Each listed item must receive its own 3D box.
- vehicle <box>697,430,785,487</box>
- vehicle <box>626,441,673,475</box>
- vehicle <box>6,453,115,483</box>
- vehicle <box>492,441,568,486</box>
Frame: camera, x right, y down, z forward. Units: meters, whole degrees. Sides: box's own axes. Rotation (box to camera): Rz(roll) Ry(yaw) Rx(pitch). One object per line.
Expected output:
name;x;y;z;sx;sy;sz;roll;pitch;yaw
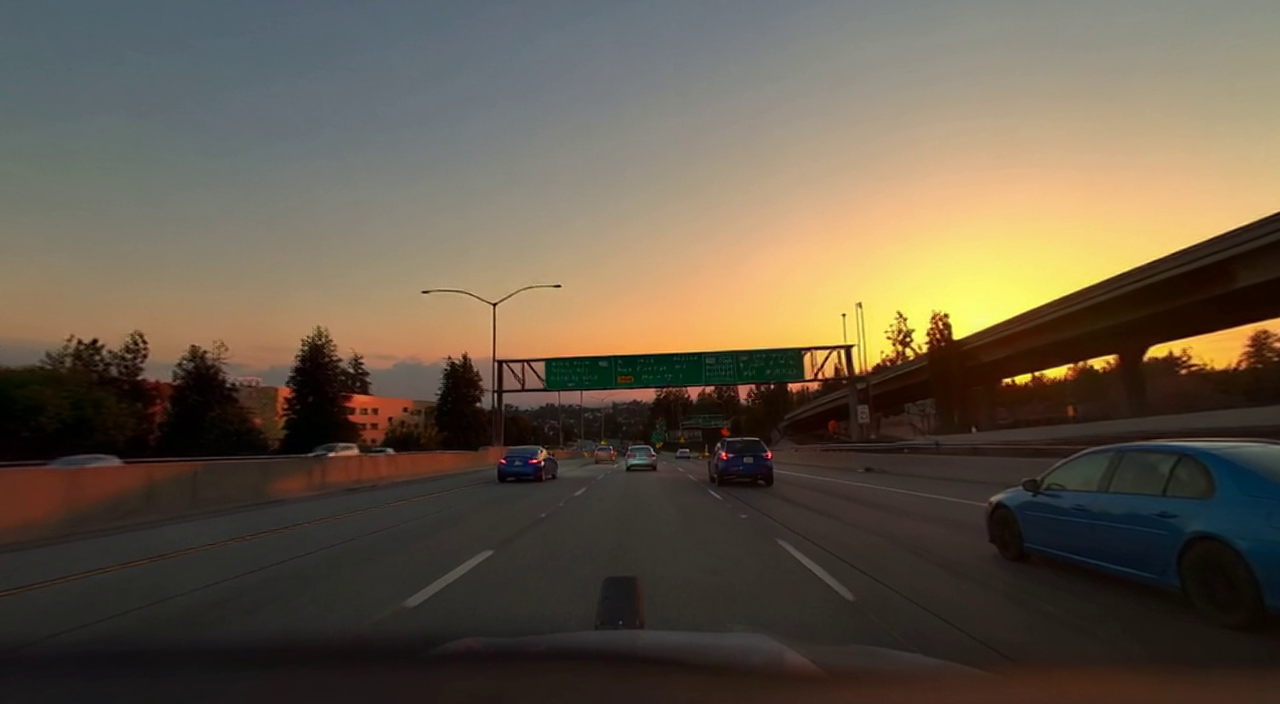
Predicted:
vehicle;3.324;3.613;21.663;2.202;1.748;4.158;1;-8;-2
vehicle;0.439;4.982;29.825;2.089;1.493;3.964;0;-8;0
vehicle;-33.637;6.711;36.754;1.839;1.548;4.704;0;-8;1
vehicle;-3.973;4.091;23.492;2.031;1.491;4.145;0;-8;1
